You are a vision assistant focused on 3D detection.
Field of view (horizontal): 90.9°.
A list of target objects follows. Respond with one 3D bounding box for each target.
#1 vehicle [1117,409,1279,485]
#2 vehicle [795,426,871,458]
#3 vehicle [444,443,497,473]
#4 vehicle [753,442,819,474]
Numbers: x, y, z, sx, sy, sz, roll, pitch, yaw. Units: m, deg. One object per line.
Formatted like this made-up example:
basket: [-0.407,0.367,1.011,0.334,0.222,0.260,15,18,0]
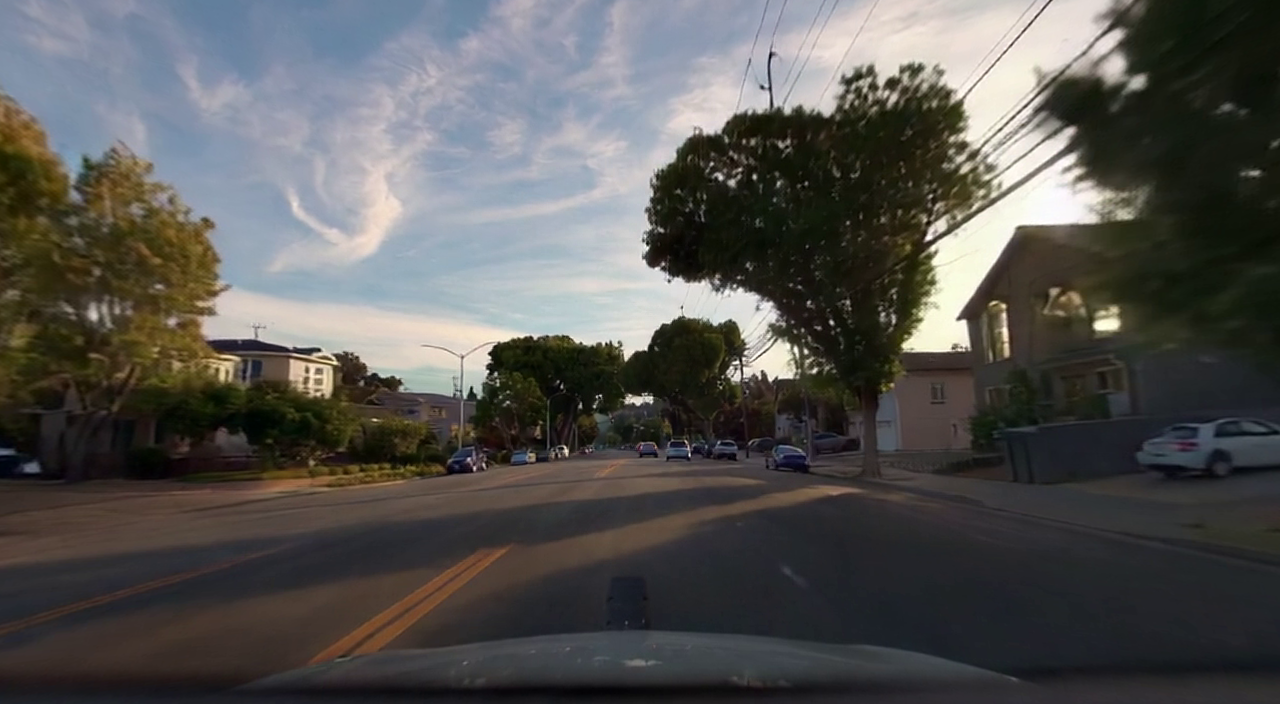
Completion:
vehicle: [14.371,2.245,14.939,4.479,1.671,1.913,0,-8,1]
vehicle: [13.334,6.241,43.800,4.496,1.773,1.972,-5,-7,0]
vehicle: [-10.118,6.362,38.042,1.965,1.675,4.577,0,-8,0]
vehicle: [7.006,5.148,30.846,2.070,1.428,4.636,0,-8,-1]
